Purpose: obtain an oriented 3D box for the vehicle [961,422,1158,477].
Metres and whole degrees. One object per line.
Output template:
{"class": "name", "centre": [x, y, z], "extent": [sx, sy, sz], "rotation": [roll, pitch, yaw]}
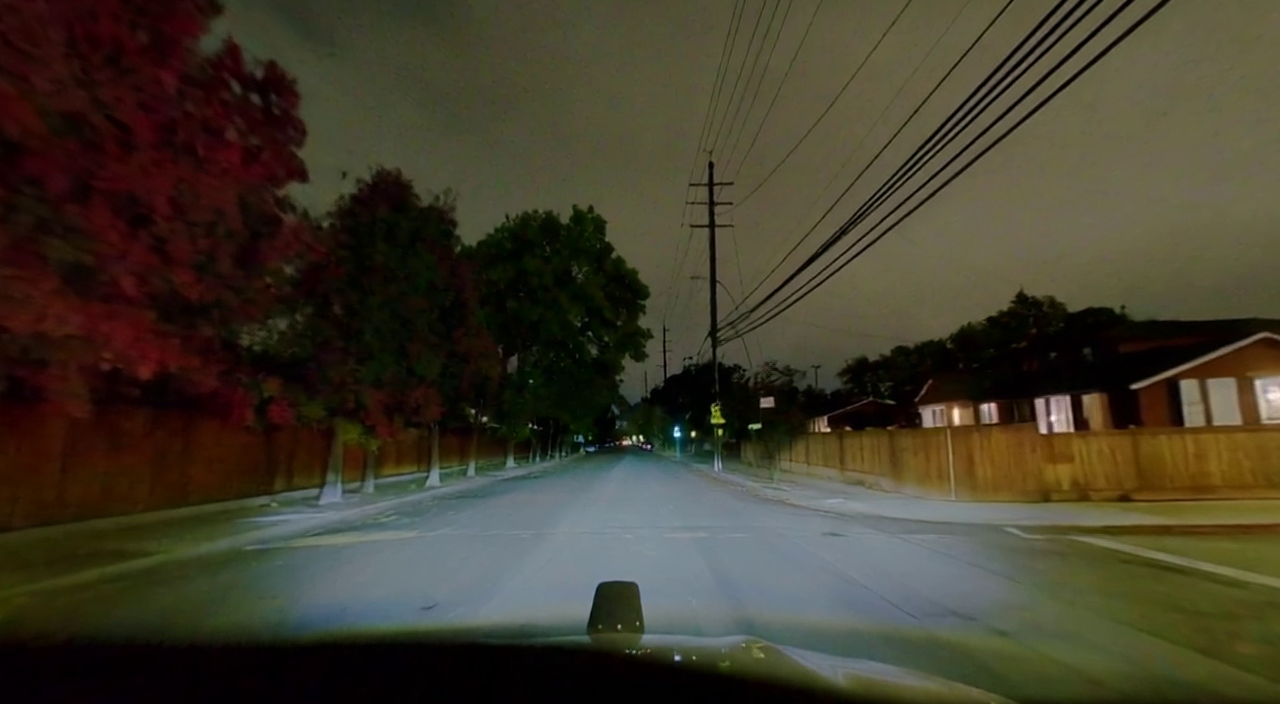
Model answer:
{"class": "vehicle", "centre": [12.364, 2.922, 18.982], "extent": [4.286, 1.525, 2.219], "rotation": [-2, -9, 11]}
